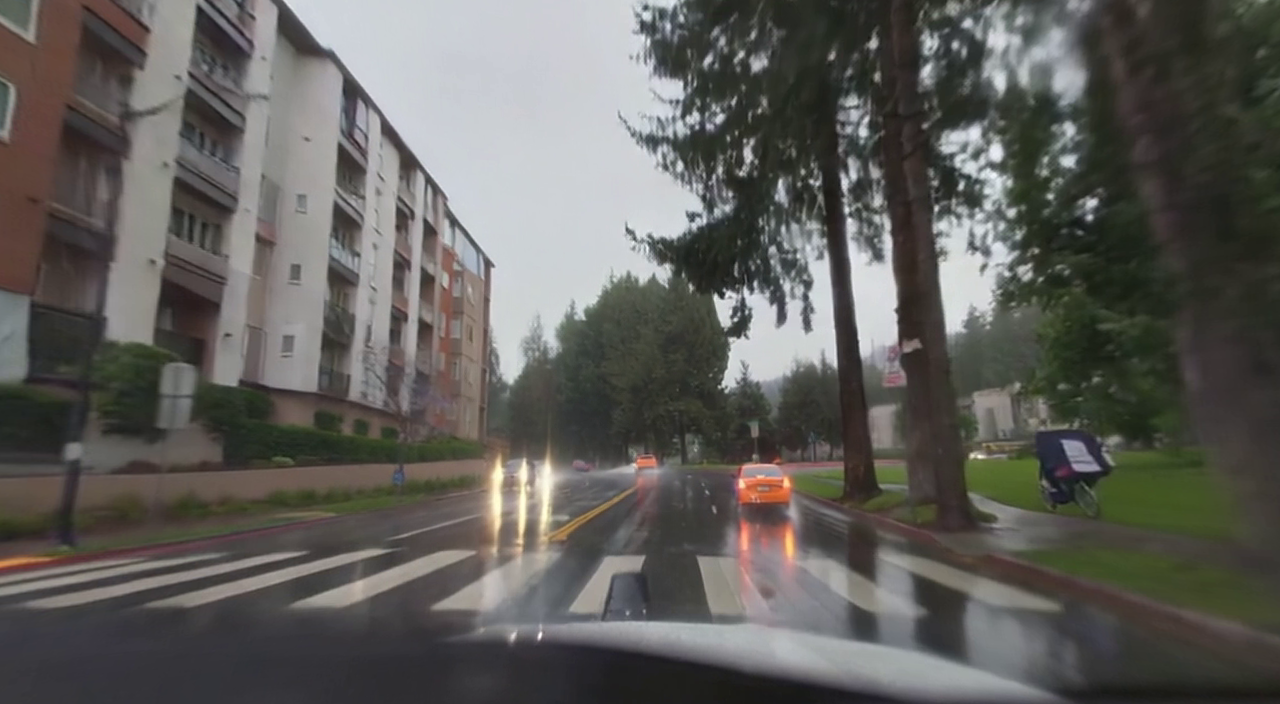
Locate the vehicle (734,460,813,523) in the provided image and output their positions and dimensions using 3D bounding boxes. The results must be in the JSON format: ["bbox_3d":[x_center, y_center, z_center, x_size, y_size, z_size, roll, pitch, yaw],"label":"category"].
[{"bbox_3d":[3.222,3.438,15.648,1.559,1.351,2.452,-4,-11,5],"label":"vehicle"}]

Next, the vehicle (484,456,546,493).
[{"bbox_3d":[-7.417,7.346,37.991,2.347,1.846,4.915,-6,-10,3],"label":"vehicle"}]
